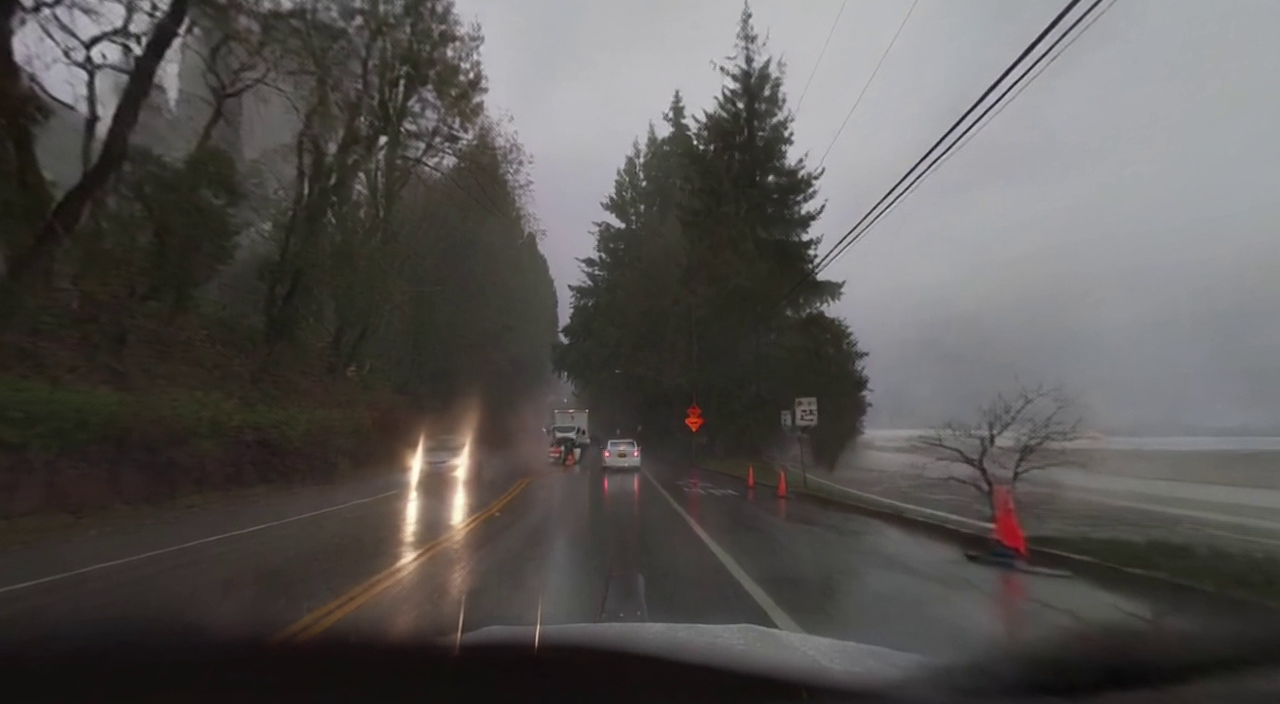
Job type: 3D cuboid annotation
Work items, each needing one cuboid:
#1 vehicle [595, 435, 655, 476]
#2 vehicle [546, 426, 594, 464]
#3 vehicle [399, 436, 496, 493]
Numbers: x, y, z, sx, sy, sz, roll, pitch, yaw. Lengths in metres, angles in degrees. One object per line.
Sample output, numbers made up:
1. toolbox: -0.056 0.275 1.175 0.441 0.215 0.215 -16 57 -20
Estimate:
1. vehicle: -0.609 4.085 25.219 2.186 1.463 4.356 0 -8 -2
2. vehicle: -4.219 5.615 38.171 2.671 2.053 6.074 1 -8 -6
3. vehicle: -5.623 3.307 19.026 2.019 1.492 4.091 1 -8 -6
